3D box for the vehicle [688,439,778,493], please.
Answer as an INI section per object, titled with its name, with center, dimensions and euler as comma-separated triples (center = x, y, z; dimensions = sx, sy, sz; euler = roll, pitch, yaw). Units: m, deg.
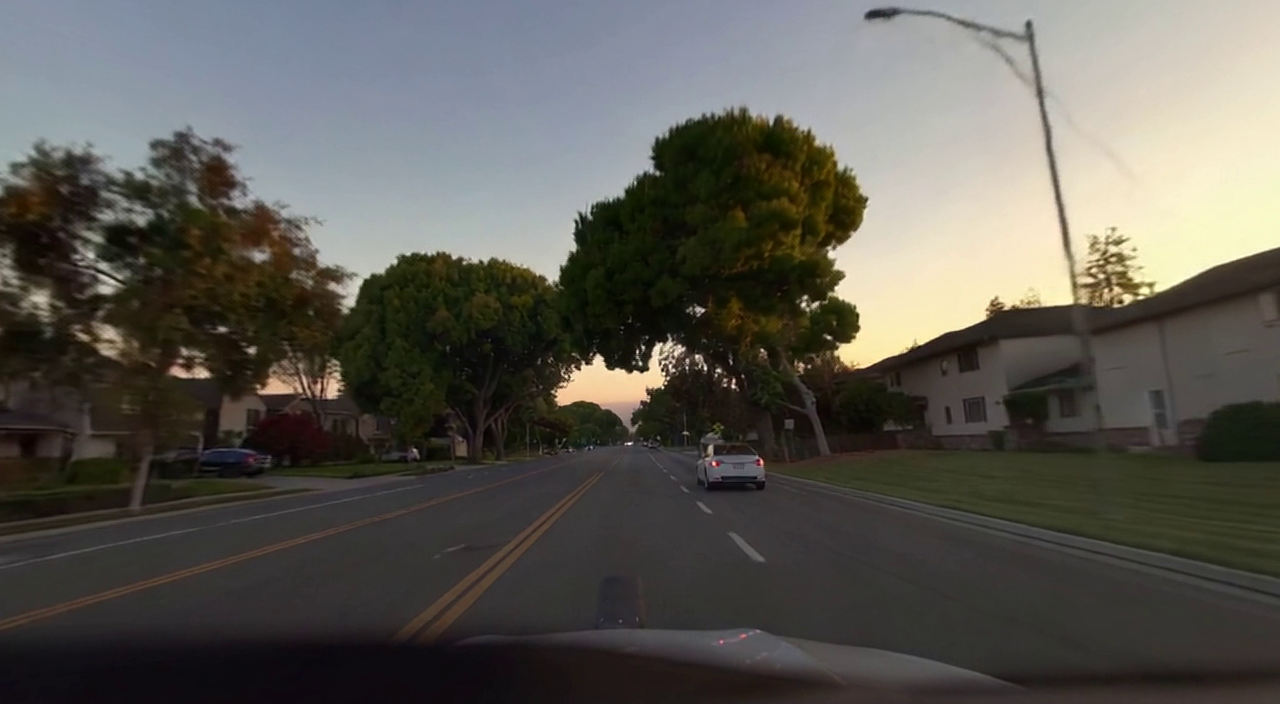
[vehicle]
center = 2.775, 3.509, 19.824
dimensions = 2.057, 1.493, 4.225
euler = 0, -8, -2
